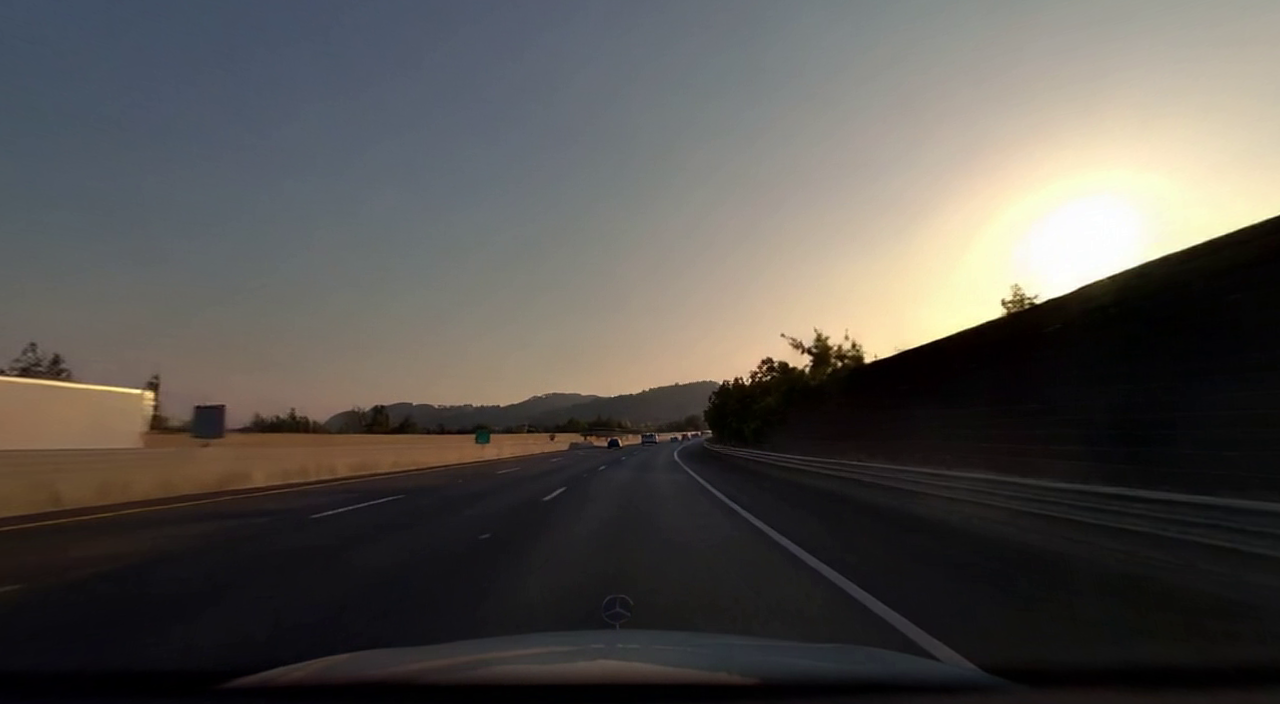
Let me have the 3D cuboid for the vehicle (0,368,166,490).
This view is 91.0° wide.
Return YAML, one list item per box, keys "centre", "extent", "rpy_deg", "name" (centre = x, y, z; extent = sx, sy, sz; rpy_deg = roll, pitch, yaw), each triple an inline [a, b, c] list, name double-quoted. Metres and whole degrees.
- centre: [-22.964, 2.659, 21.656]
  extent: [2.898, 4.073, 13.286]
  rpy_deg: [0, -8, 1]
  name: "vehicle"
